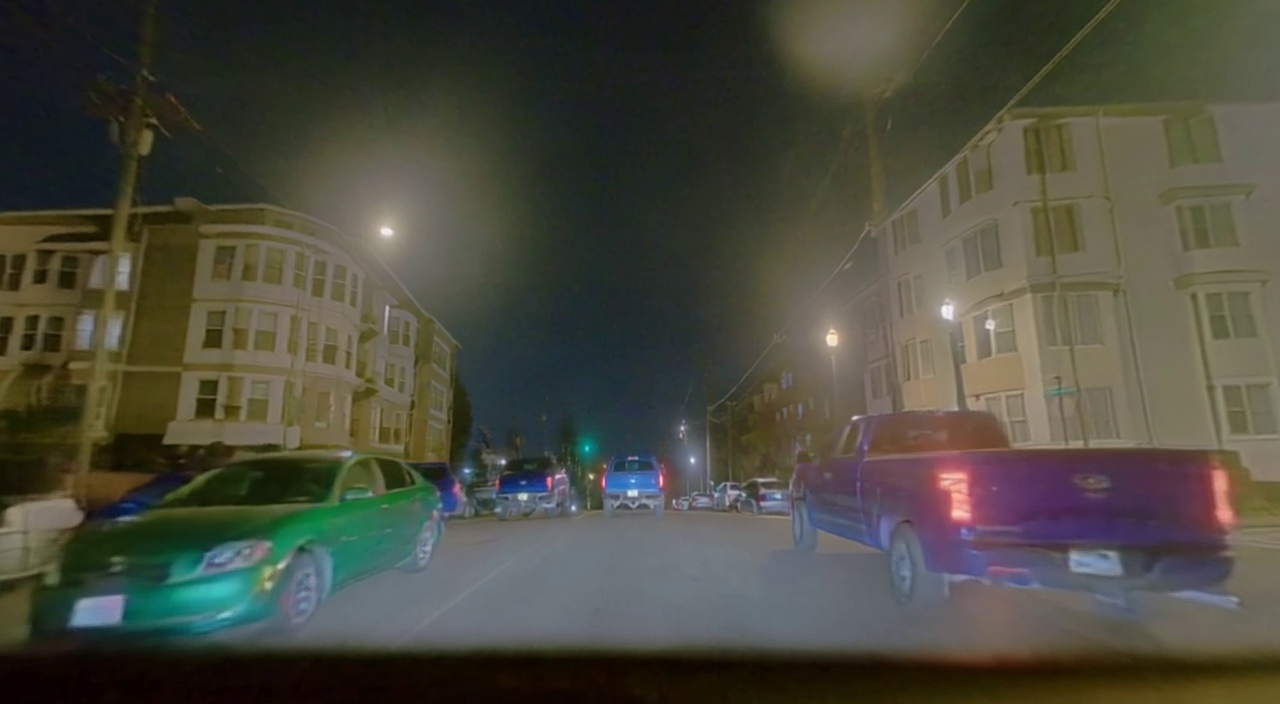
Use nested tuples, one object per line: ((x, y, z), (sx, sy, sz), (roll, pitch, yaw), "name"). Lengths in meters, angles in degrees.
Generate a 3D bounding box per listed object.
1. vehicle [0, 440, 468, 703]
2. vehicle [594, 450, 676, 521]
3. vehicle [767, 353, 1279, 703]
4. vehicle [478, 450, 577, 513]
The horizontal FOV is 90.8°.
((-3.095, 1.575, 5.767), (1.868, 1.462, 4.385), (0, -9, -1), "vehicle")
((-0.118, 4.177, 20.075), (2.308, 1.940, 4.125), (-2, -10, 1), "vehicle")
((2.689, 1.308, 5.747), (2.027, 1.907, 4.736), (0, -9, -1), "vehicle")
((-3.661, 4.586, 21.963), (2.330, 1.859, 6.068), (0, -13, 0), "vehicle")
